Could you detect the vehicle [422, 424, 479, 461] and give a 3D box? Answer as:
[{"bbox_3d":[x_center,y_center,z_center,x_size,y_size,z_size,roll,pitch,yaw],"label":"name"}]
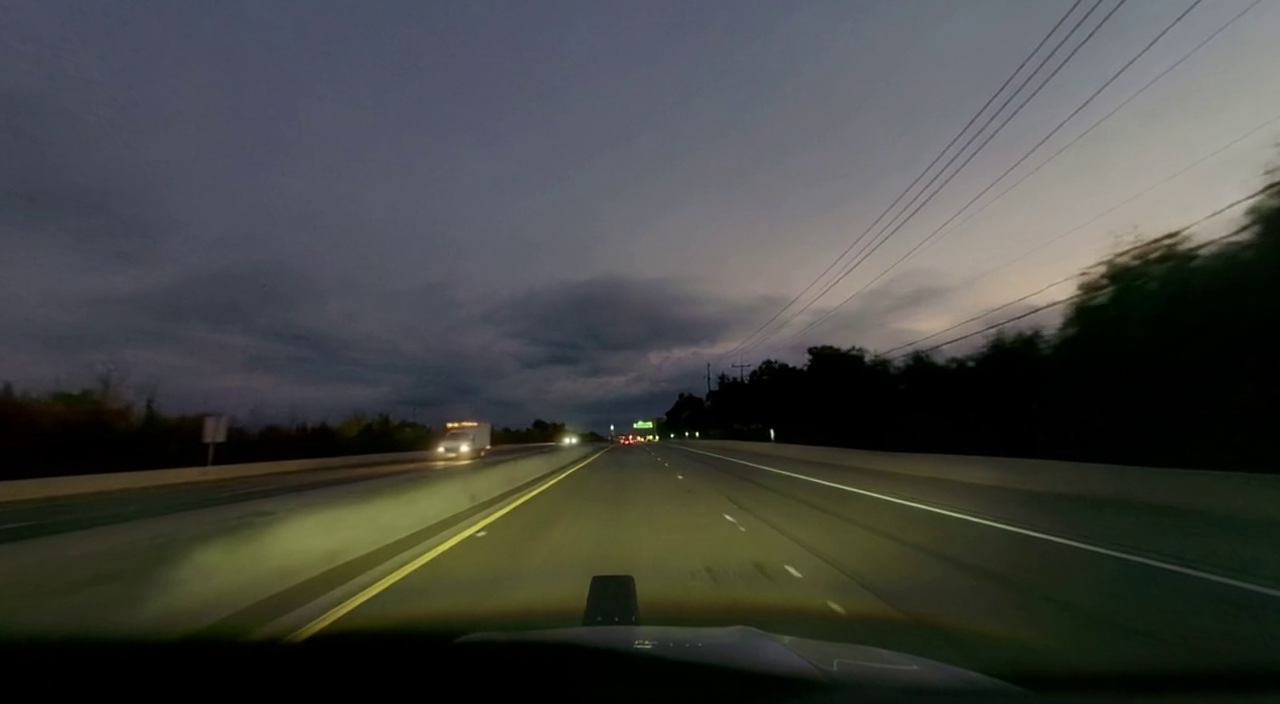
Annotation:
[{"bbox_3d":[-13.902,6.661,46.656,2.394,2.513,5.779,0,-8,-1],"label":"vehicle"}]
